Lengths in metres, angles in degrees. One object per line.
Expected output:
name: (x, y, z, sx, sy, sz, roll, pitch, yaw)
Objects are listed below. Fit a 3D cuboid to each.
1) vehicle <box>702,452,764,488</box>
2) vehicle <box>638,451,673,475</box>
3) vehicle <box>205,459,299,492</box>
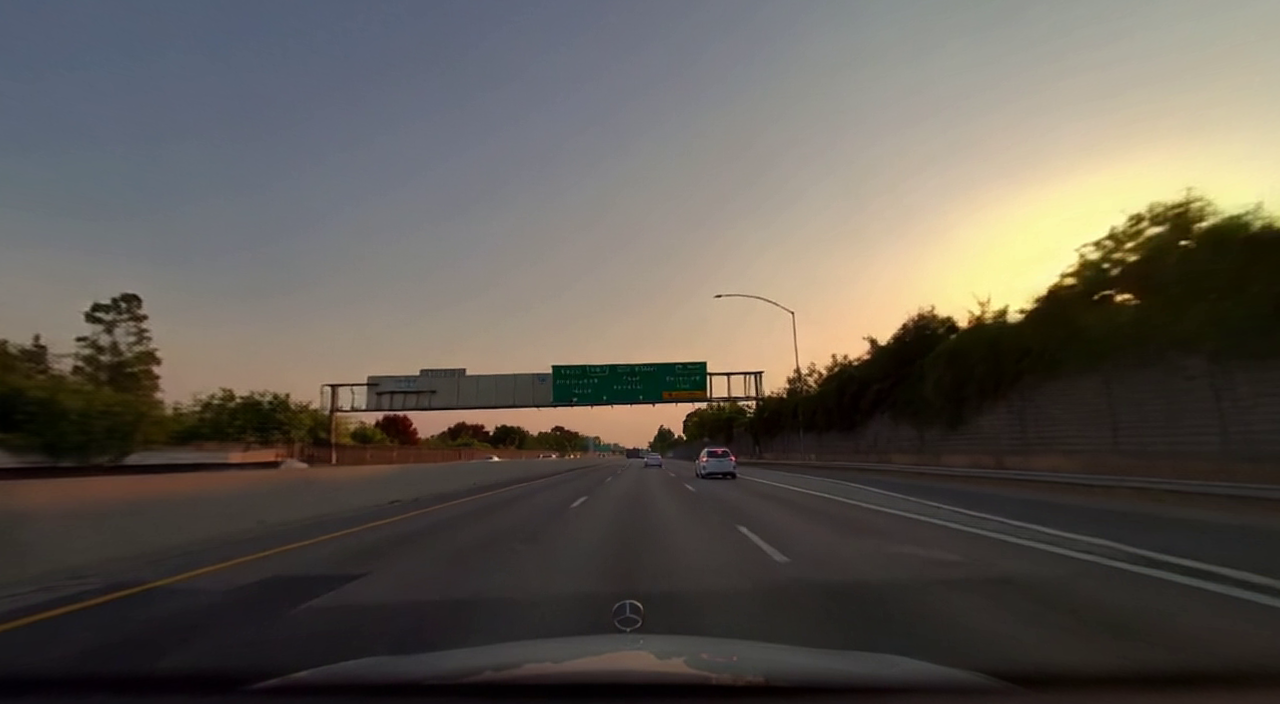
vehicle: (3.625, 4.666, 25.167, 1.883, 1.320, 3.386, 0, -9, -1)
vehicle: (0.951, 6.887, 39.201, 2.065, 1.400, 4.028, 0, -9, 1)
vehicle: (-19.989, 6.357, 32.758, 1.887, 1.522, 4.541, -1, -9, 2)
